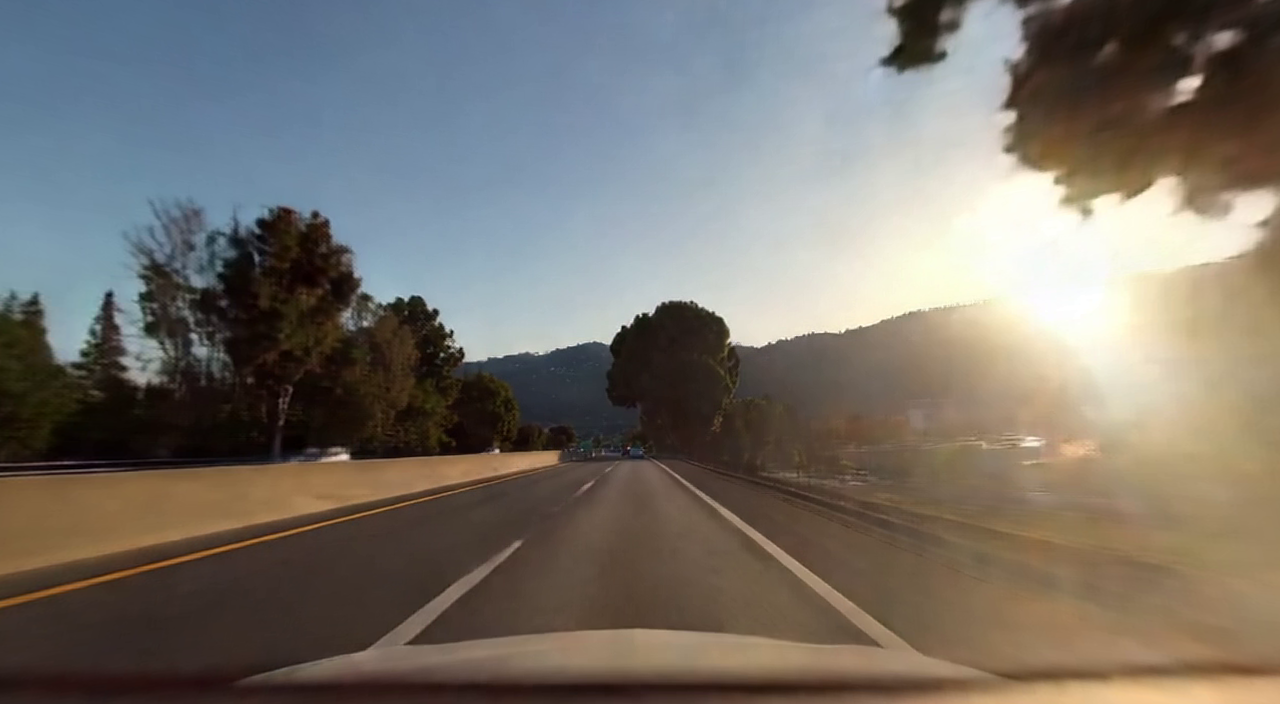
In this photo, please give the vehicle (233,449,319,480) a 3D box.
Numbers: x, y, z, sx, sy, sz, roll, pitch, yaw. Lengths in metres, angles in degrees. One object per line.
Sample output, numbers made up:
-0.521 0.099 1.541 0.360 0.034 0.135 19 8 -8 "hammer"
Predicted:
-25.631 7.911 44.848 2.375 1.973 6.248 0 -9 0 "vehicle"
